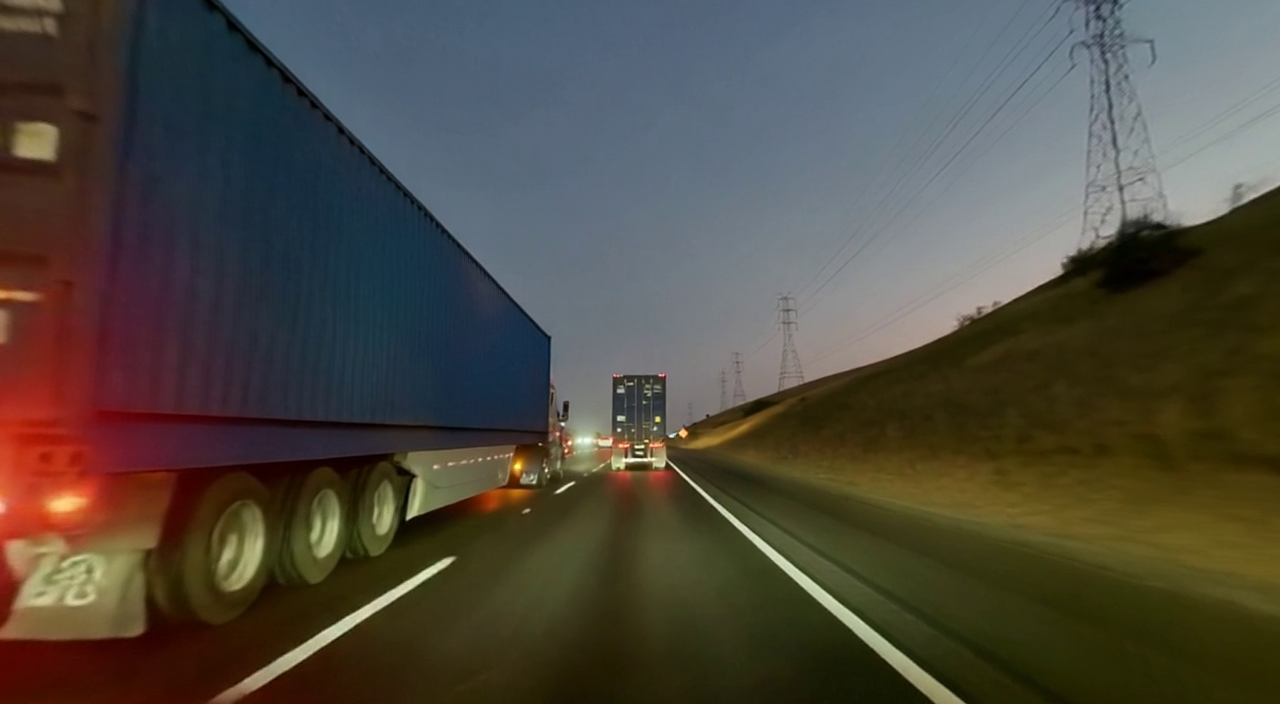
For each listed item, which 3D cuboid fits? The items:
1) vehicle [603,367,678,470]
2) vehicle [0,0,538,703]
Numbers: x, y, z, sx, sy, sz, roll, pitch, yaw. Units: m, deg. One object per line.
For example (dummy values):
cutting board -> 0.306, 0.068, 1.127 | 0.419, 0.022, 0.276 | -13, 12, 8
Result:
vehicle -> -0.060, 3.493, 31.121 | 3.006, 4.120, 11.586 | 0, -8, -1
vehicle -> -4.122, 0.362, 8.319 | 3.065, 4.105, 13.706 | 0, -8, 1
